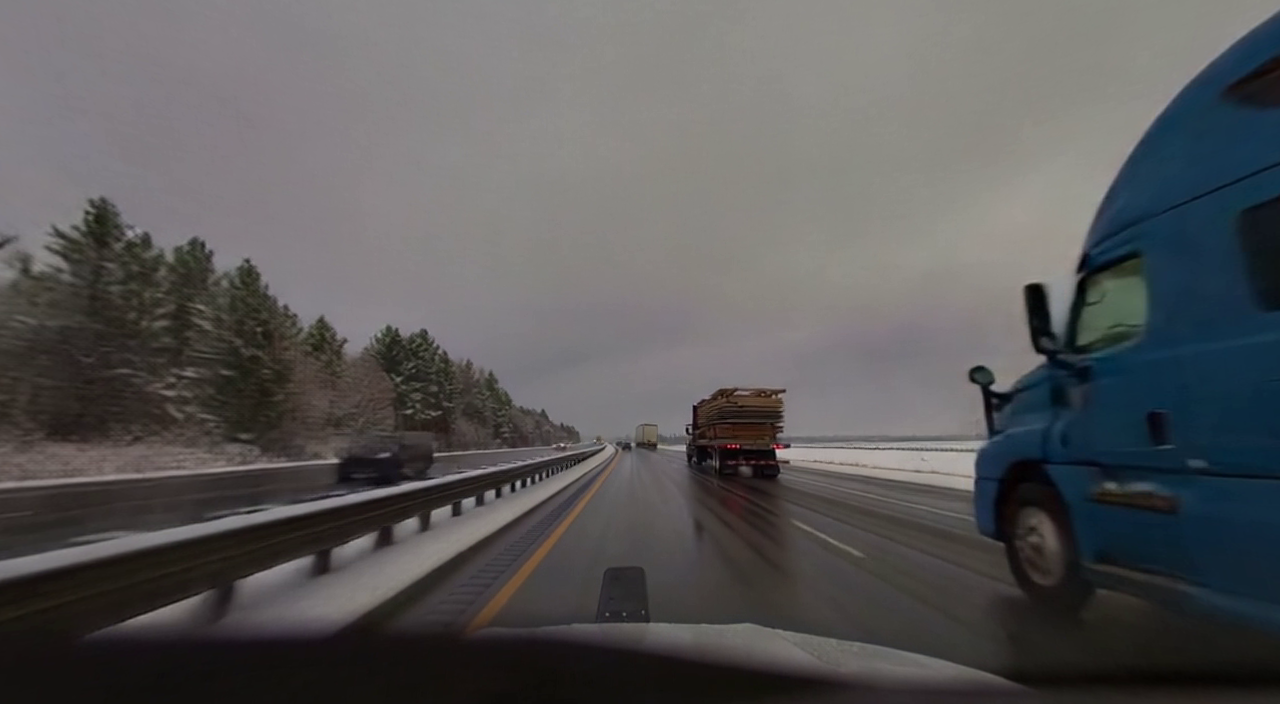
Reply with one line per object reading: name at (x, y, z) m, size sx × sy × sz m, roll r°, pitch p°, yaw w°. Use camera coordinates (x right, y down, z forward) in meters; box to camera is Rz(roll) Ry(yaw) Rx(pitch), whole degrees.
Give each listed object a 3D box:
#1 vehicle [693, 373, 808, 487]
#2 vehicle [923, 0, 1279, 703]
vehicle at (4.638, 3.894, 30.874) m, size 3.023 × 4.054 × 16.882 m, roll 0°, pitch -8°, yaw 1°
vehicle at (4.759, -0.080, 3.780) m, size 3.062 × 3.891 × 6.234 m, roll 0°, pitch -8°, yaw 0°
